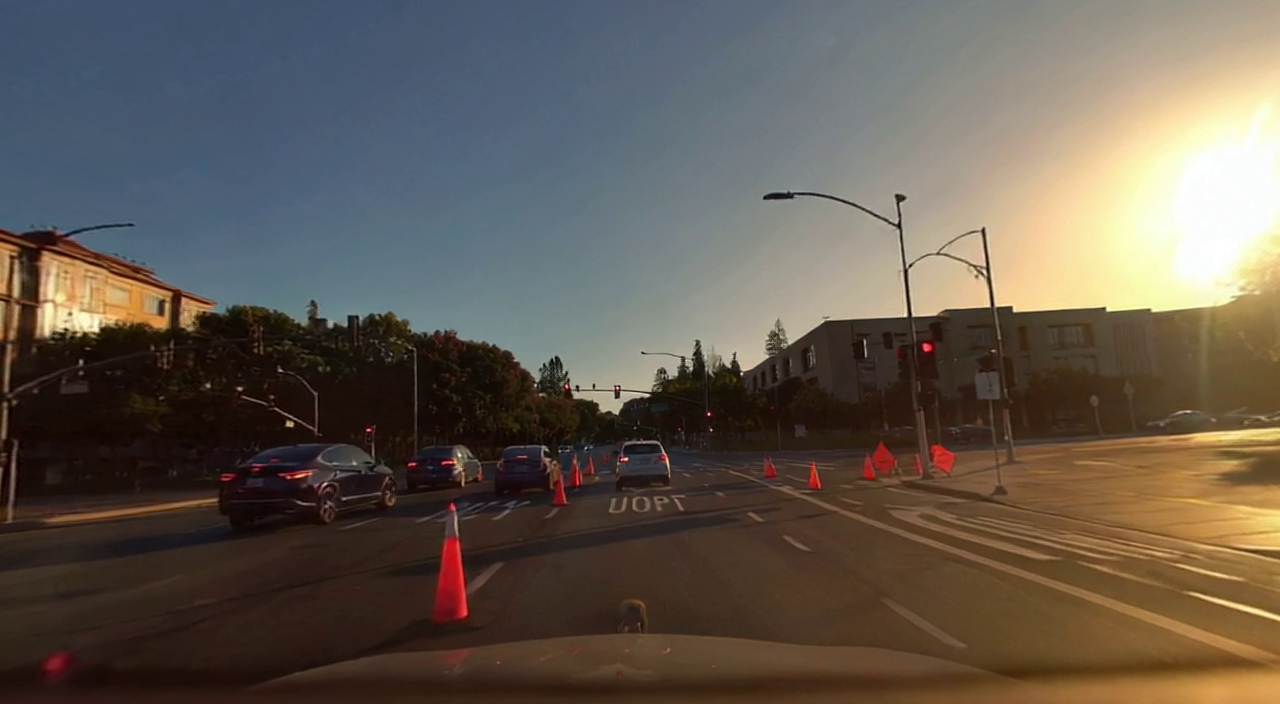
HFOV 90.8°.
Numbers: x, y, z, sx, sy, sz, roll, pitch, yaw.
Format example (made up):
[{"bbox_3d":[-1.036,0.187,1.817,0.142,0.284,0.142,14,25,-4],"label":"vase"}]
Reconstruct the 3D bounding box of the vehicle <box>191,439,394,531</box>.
[{"bbox_3d":[-6.869,2.624,13.095,1.869,1.570,4.064,0,-8,0],"label":"vehicle"}]

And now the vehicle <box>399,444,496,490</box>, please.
[{"bbox_3d":[-6.727,4.043,22.589,2.074,1.447,4.224,0,-8,1],"label":"vehicle"}]

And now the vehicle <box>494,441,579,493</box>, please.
[{"bbox_3d":[-3.140,3.572,20.007,1.946,1.437,4.154,0,-8,1],"label":"vehicle"}]

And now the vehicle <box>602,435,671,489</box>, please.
[{"bbox_3d":[-0.096,3.482,20.349,1.985,1.521,3.968,0,-8,0],"label":"vehicle"}]
